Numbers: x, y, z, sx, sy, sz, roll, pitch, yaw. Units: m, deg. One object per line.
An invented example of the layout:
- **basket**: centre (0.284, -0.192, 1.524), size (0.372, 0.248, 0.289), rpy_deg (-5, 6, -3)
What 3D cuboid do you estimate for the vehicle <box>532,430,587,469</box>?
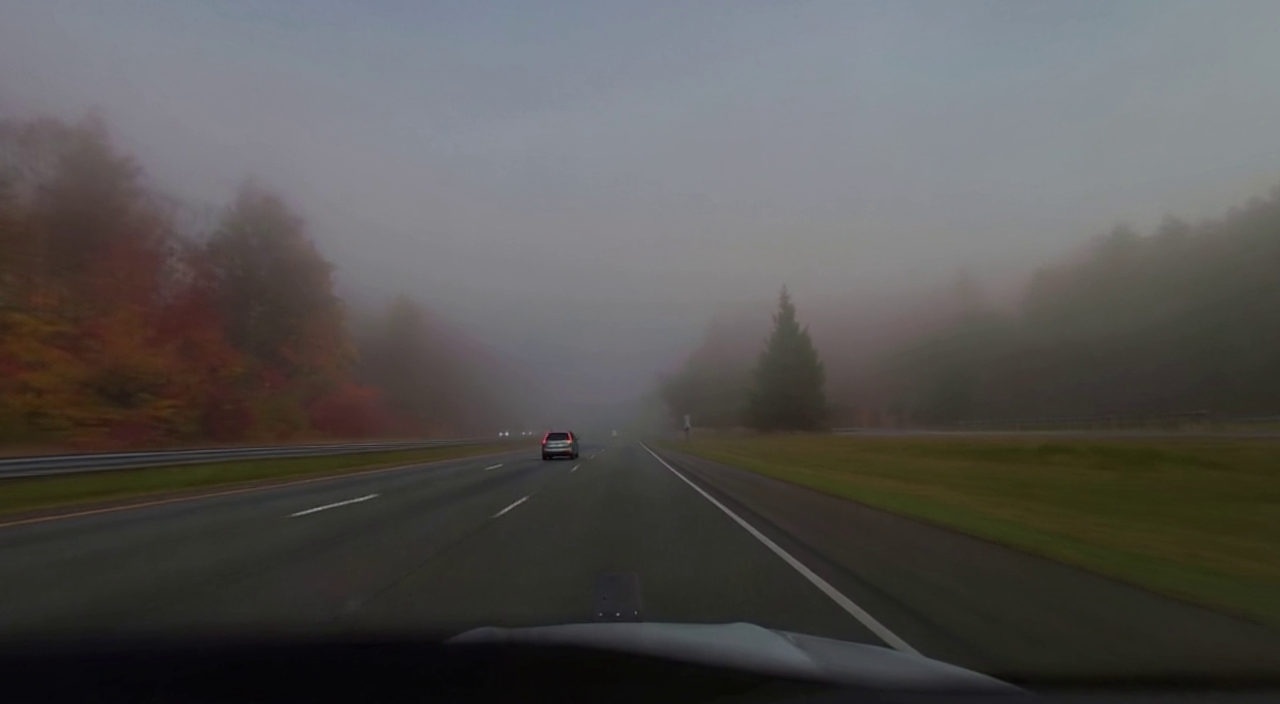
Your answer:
- **vehicle**: centre (-3.664, 4.509, 29.342), size (2.057, 1.666, 4.552), rpy_deg (0, -8, -1)
